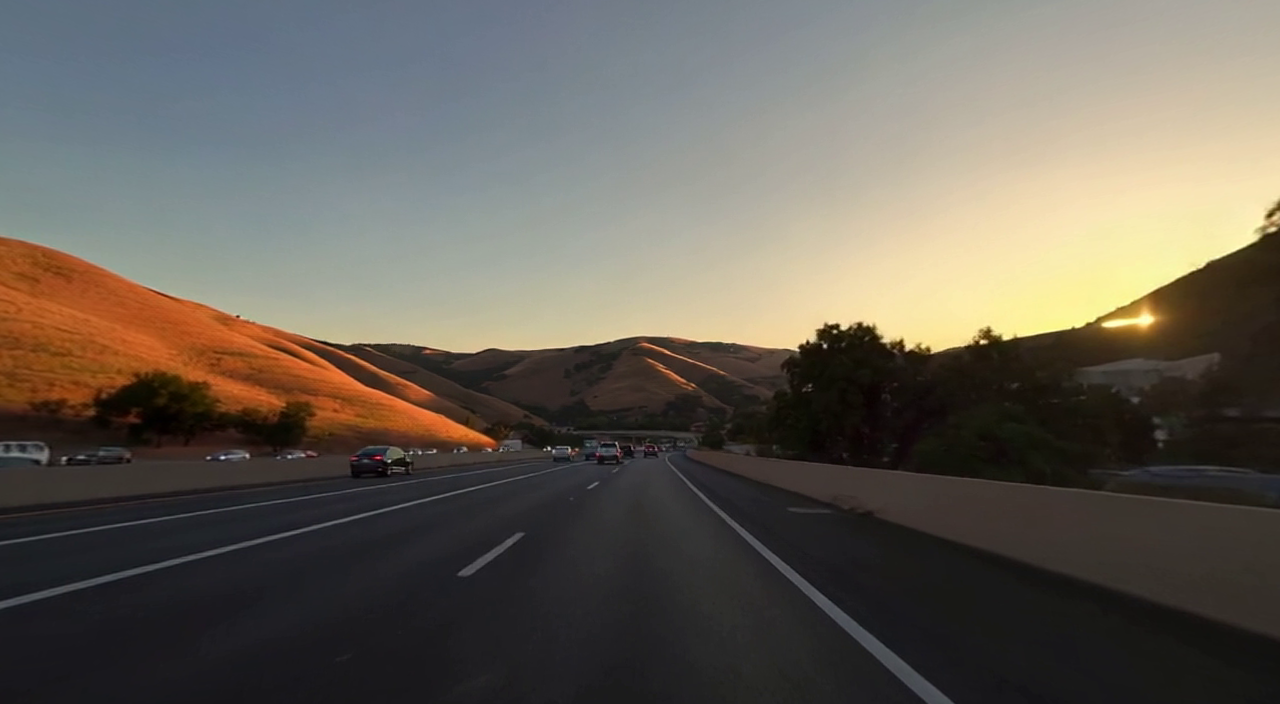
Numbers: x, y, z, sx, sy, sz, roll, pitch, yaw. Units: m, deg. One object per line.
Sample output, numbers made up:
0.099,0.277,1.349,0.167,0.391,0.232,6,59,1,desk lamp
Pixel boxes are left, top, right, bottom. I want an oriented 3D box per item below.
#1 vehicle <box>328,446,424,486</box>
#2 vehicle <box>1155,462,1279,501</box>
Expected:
-10.642,4.609,25.842,1.927,1.454,4.395,-1,-8,1,vehicle
26.145,5.813,28.595,1.839,1.492,4.418,-1,-8,1,vehicle
